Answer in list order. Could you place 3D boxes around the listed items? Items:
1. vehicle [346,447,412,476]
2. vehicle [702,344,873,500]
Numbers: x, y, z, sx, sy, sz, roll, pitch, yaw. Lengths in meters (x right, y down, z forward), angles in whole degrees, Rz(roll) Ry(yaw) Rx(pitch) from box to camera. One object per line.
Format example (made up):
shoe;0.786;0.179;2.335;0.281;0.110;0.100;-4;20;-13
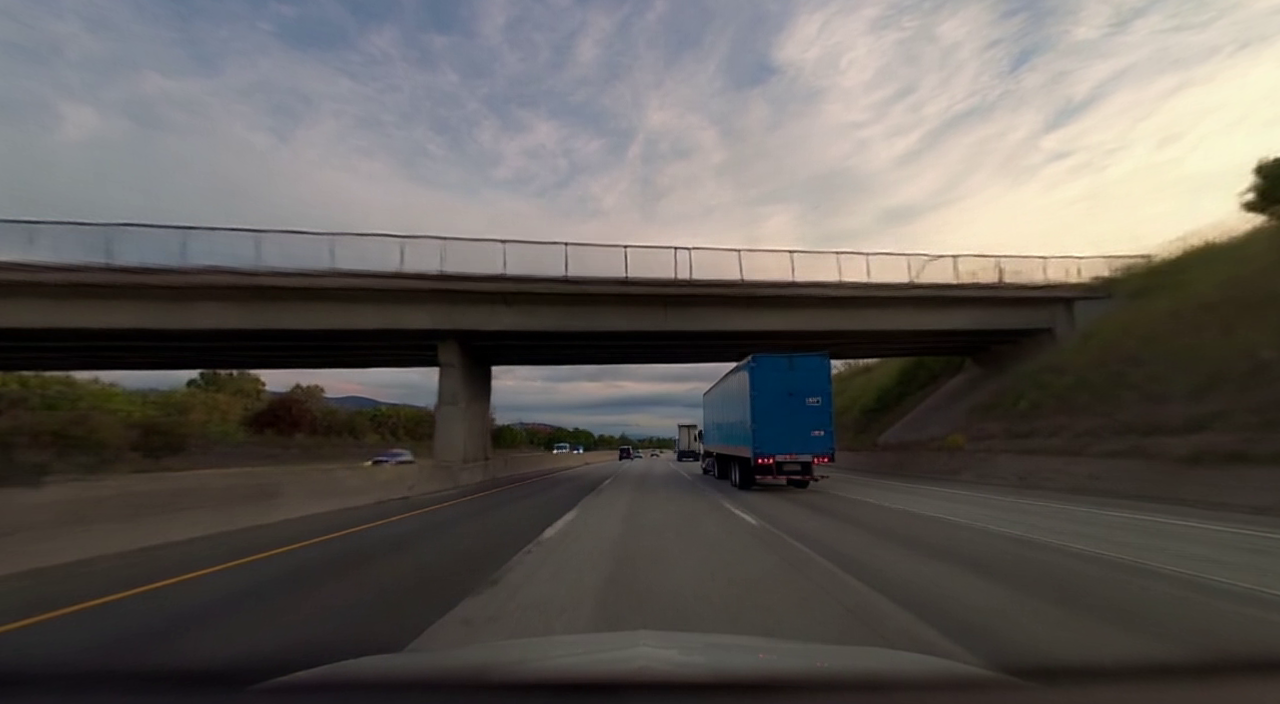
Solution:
vehicle;-13.914;5.863;33.880;1.788;1.439;3.990;0;-9;1
vehicle;4.502;2.876;23.423;2.825;4.054;14.210;0;-9;0
